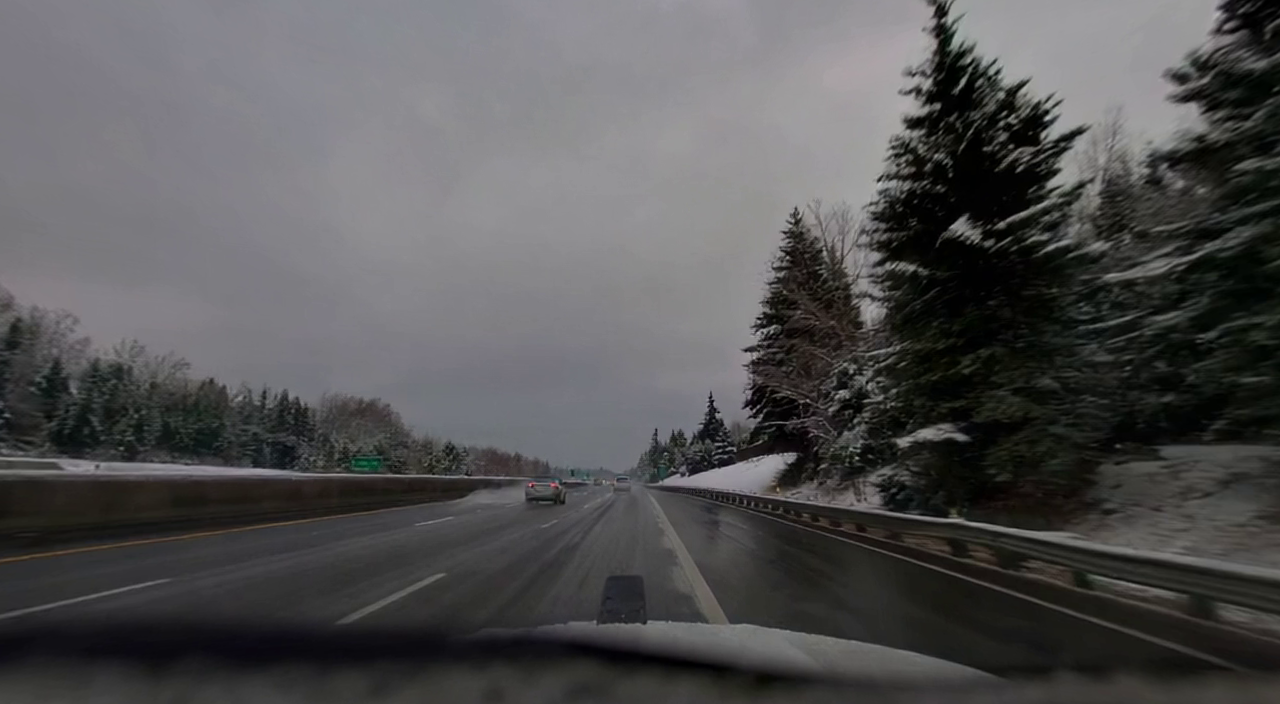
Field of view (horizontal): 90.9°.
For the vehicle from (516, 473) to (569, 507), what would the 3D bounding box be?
[{"bbox_3d":[-5.064,7.236,33.302,2.039,1.605,4.365,0,-11,1],"label":"vehicle"}]
